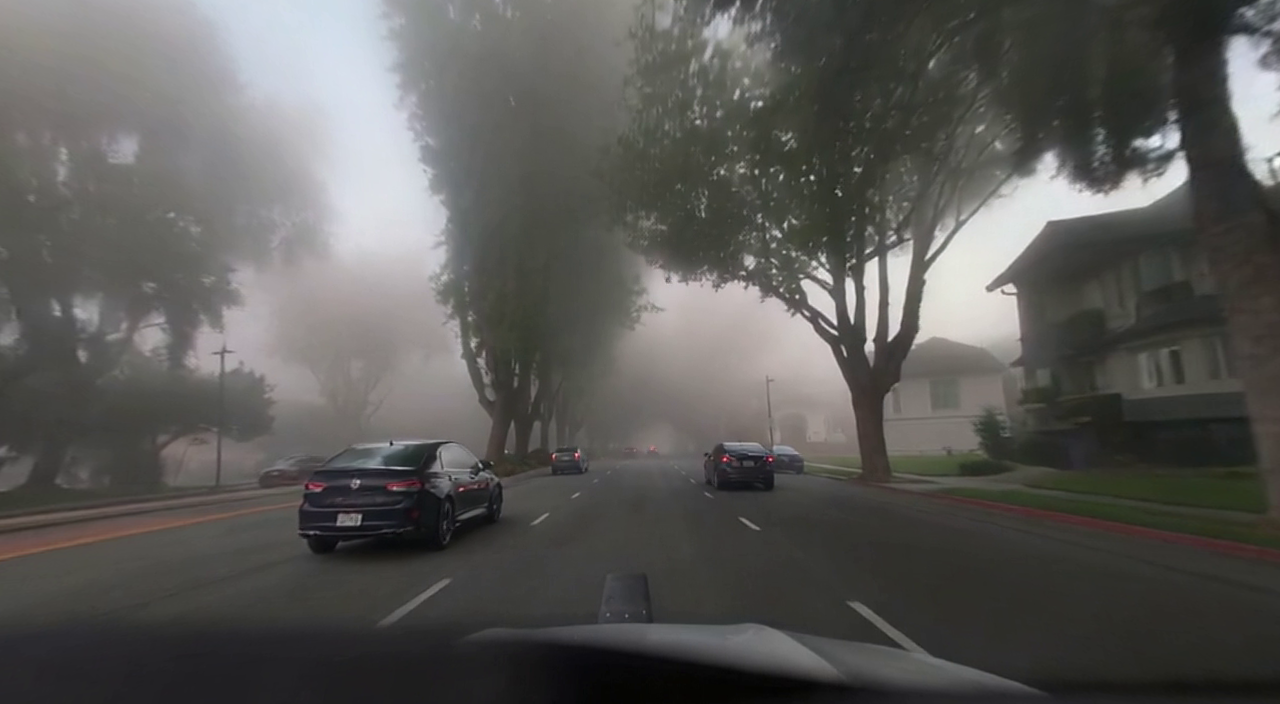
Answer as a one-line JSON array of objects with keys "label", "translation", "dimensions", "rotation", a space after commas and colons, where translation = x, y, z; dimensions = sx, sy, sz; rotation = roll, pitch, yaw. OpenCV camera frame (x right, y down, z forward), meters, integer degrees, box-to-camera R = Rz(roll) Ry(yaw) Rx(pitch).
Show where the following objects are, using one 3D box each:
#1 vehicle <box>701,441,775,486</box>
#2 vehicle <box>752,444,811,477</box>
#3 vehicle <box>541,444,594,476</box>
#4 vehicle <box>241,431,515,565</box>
[{"label": "vehicle", "translation": [3.505, 4.103, 23.496], "dimensions": [2.010, 1.486, 4.498], "rotation": [0, -9, 0]}, {"label": "vehicle", "translation": [6.745, 5.214, 30.484], "dimensions": [1.912, 1.433, 4.265], "rotation": [0, -9, 0]}, {"label": "vehicle", "translation": [-3.536, 5.367, 31.612], "dimensions": [1.988, 1.497, 4.404], "rotation": [0, -9, 2]}, {"label": "vehicle", "translation": [-3.376, 1.972, 9.299], "dimensions": [2.053, 1.480, 4.381], "rotation": [0, -9, 2]}]
